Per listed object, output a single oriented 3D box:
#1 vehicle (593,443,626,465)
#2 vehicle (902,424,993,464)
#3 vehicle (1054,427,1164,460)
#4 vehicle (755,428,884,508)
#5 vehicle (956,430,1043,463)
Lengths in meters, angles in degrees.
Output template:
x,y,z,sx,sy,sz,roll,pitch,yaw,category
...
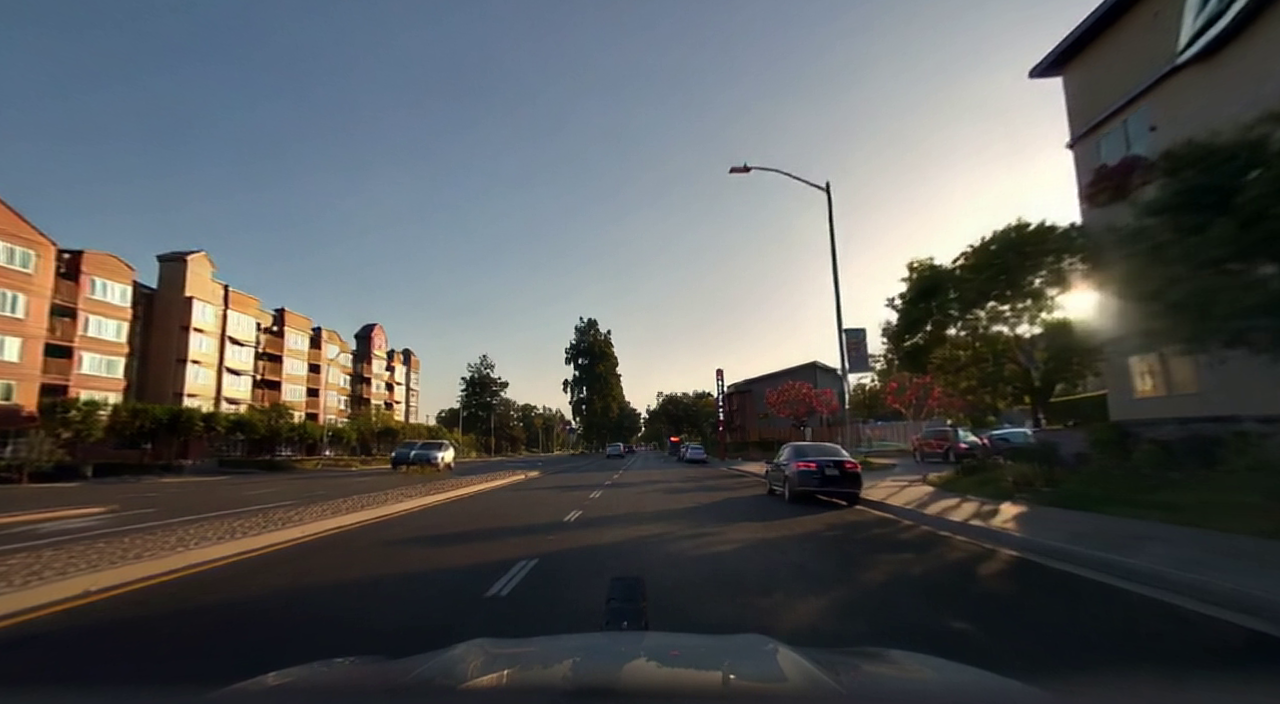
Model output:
x,y,z,sx,sy,sz,roll,pitch,yaw,category
-2.235,7.626,47.429,2.176,1.543,4.335,0,-8,1,vehicle
14.973,4.544,31.081,2.202,1.822,4.978,-1,-8,3,vehicle
23.054,4.552,31.261,1.940,1.510,4.595,0,-8,0,vehicle
4.435,2.933,16.438,2.067,1.755,4.616,0,-8,1,vehicle
17.752,4.696,31.374,1.953,1.488,4.129,0,-8,1,vehicle
